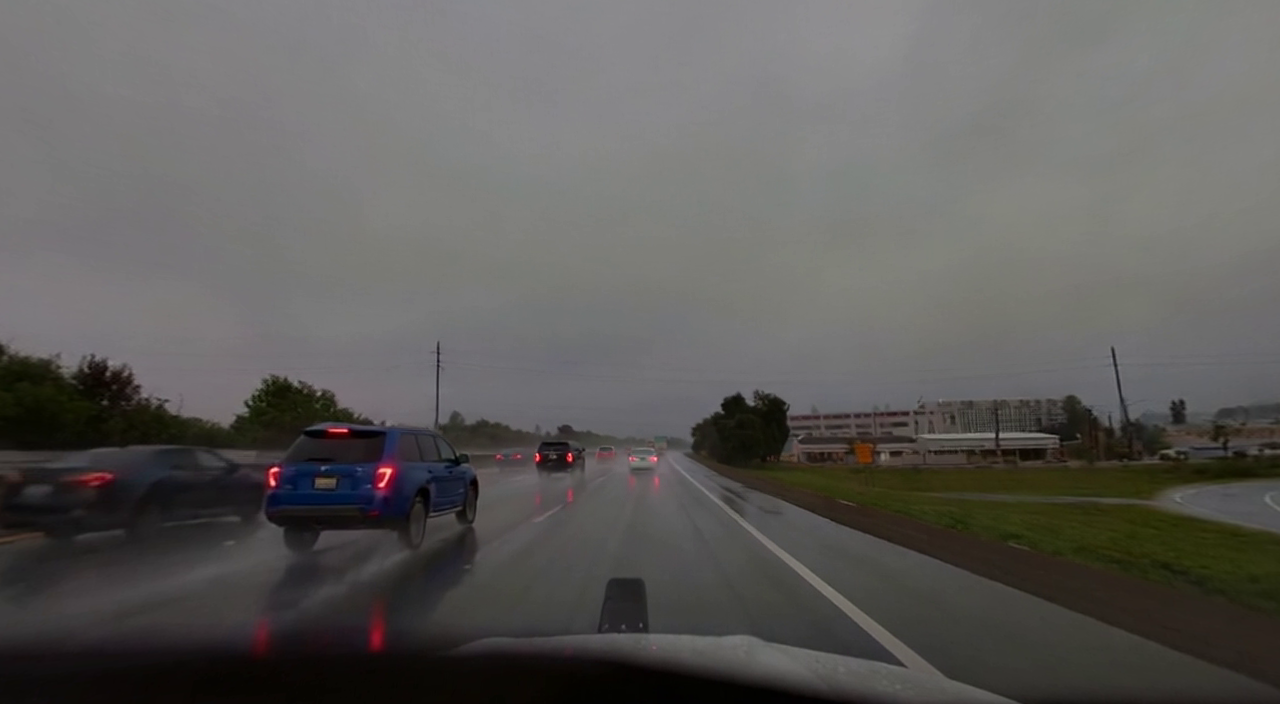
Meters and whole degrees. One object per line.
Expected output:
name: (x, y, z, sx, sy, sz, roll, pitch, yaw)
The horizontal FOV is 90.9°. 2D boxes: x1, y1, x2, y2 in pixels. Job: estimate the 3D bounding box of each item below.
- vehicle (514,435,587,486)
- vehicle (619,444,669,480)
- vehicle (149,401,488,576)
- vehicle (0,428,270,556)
vehicle: (-3.407, 4.254, 24.993, 2.133, 1.789, 4.518, -1, -8, 1)
vehicle: (0.142, 4.785, 27.754, 2.047, 1.473, 3.978, 0, -8, 0)
vehicle: (-4.074, 1.848, 9.457, 2.198, 1.848, 5.346, 0, -8, 1)
vehicle: (-8.391, 2.148, 10.408, 1.897, 1.636, 4.295, 0, -8, 1)
